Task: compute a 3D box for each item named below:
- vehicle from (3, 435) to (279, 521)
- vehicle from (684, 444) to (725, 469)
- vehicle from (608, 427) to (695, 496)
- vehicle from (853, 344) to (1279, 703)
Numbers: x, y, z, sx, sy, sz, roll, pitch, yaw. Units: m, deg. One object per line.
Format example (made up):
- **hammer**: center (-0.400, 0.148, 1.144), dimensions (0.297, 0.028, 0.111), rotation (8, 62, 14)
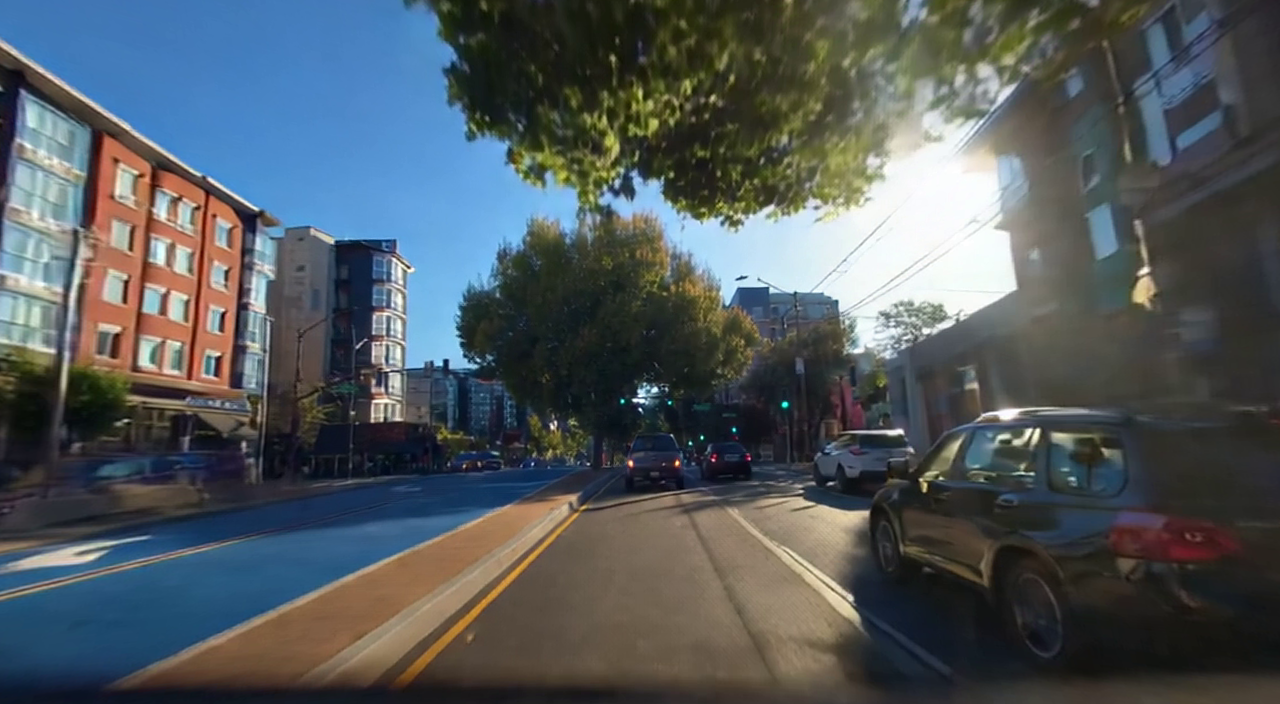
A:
- **vehicle**: center (-14.093, 3.568, 18.712), dimensions (2.640, 2.054, 6.504), rotation (-1, -9, 3)
- **vehicle**: center (3.891, 6.409, 38.896), dimensions (2.045, 1.465, 4.355), rotation (0, -9, 0)
- **vehicle**: center (0.304, 3.115, 18.233), dimensions (2.209, 1.748, 4.130), rotation (0, -9, 0)
- **vehicle**: center (3.209, 1.132, 4.533), dimensions (1.939, 1.746, 4.091), rotation (0, -9, 1)
